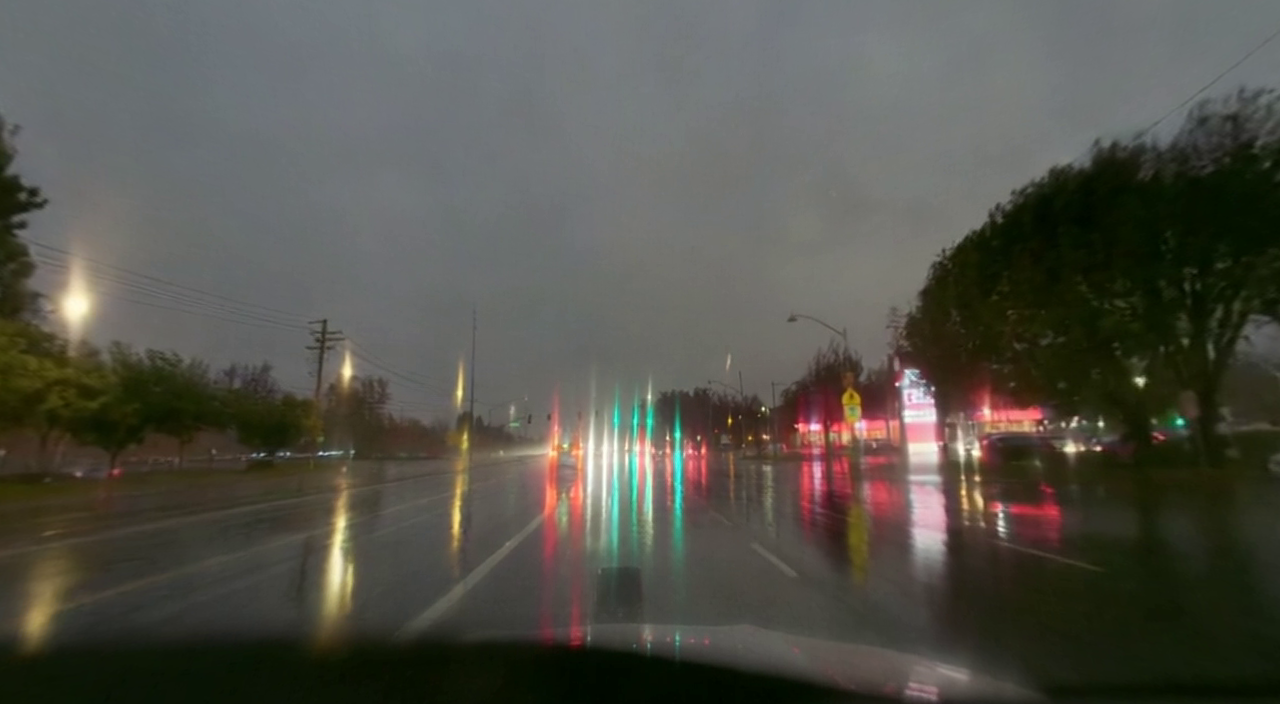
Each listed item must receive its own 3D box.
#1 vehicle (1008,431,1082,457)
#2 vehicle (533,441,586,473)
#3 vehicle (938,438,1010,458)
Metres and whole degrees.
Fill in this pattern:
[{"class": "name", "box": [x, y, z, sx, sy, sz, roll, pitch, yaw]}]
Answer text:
[{"class": "vehicle", "box": [30.352, 6.913, 47.506, 4.265, 1.659, 2.239, -6, -9, 23]}, {"class": "vehicle", "box": [-3.927, 5.216, 31.690, 2.097, 1.497, 4.571, 0, -8, 0]}, {"class": "vehicle", "box": [24.731, 7.133, 47.029, 4.554, 1.470, 2.020, -4, -9, 24]}]
